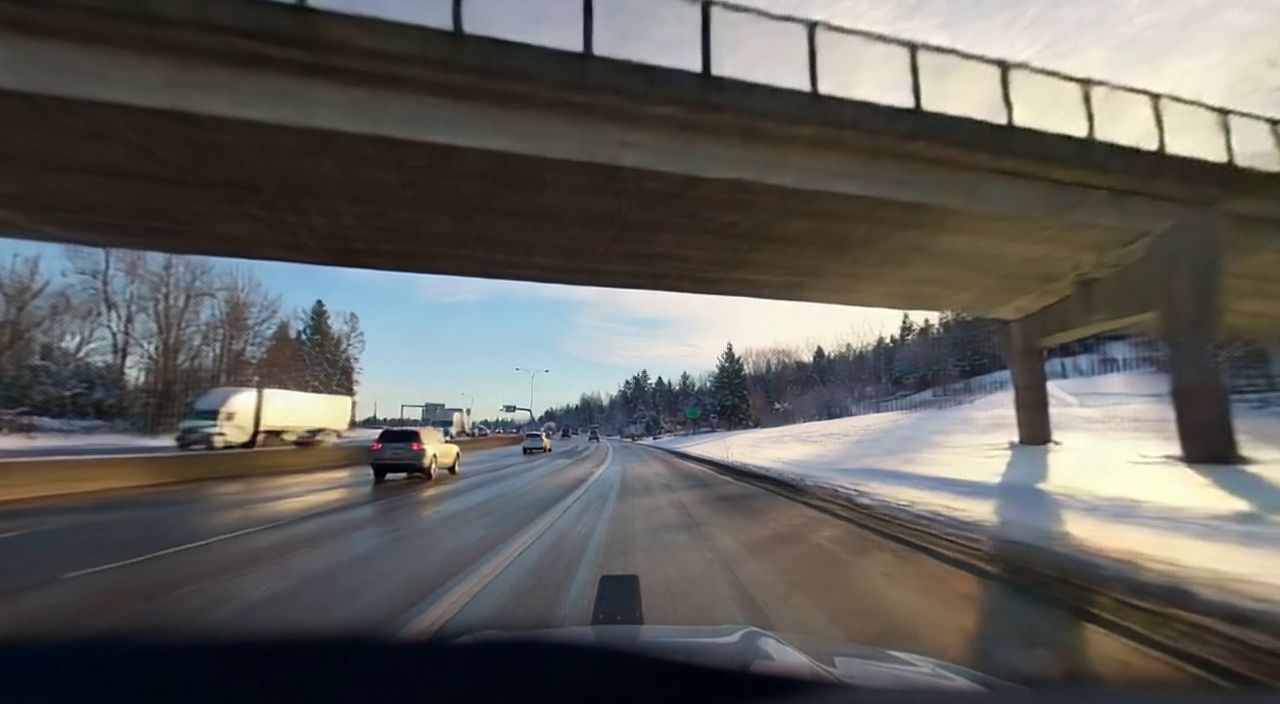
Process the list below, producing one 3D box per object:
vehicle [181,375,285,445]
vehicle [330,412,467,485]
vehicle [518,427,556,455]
[{"bbox_3d":[-25.400,3.705,39.517,2.900,3.916,4.693,4,-7,1],"label":"vehicle"},{"bbox_3d":[-7.001,2.842,18.920,2.188,1.896,4.810,0,-7,0],"label":"vehicle"},{"bbox_3d":[-7.428,6.443,45.761,1.956,1.888,4.512,0,-7,0],"label":"vehicle"}]
